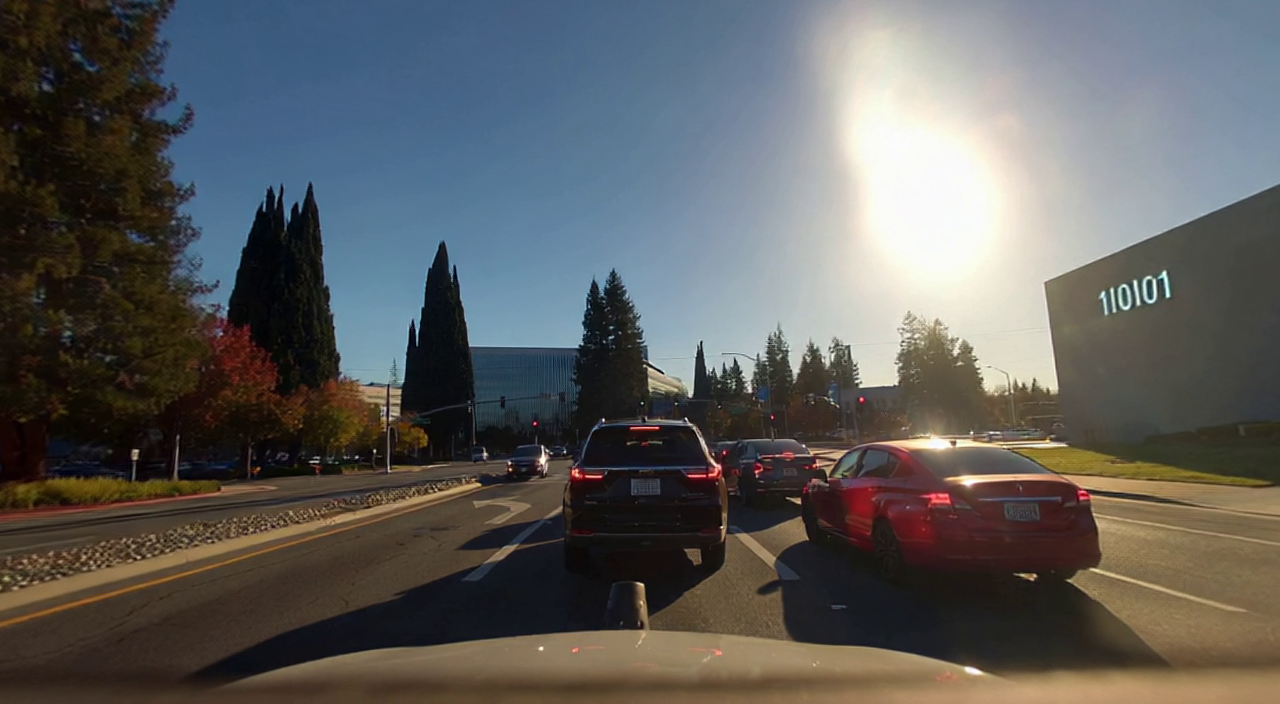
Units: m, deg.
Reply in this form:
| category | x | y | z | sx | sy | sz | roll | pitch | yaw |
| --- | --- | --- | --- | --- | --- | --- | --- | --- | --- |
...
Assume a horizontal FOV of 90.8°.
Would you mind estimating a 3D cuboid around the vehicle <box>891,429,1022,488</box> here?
| category | x | y | z | sx | sy | sz | roll | pitch | yaw |
| --- | --- | --- | --- | --- | --- | --- | --- | --- | --- |
| vehicle | 10.854 | 3.697 | 22.133 | 2.123 | 1.812 | 4.553 | 0 | -9 | -1 |

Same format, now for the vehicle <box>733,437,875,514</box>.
| category | x | y | z | sx | sy | sz | roll | pitch | yaw |
| --- | --- | --- | --- | --- | --- | --- | --- | --- | --- |
| vehicle | 3.492 | 2.718 | 14.418 | 1.997 | 1.471 | 4.321 | 0 | -9 | -1 |

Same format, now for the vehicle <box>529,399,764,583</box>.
| category | x | y | z | sx | sy | sz | roll | pitch | yaw |
| --- | --- | --- | --- | --- | --- | --- | --- | --- | --- |
| vehicle | 0.058 | 1.659 | 8.261 | 2.266 | 1.762 | 4.131 | 0 | -9 | 0 |
